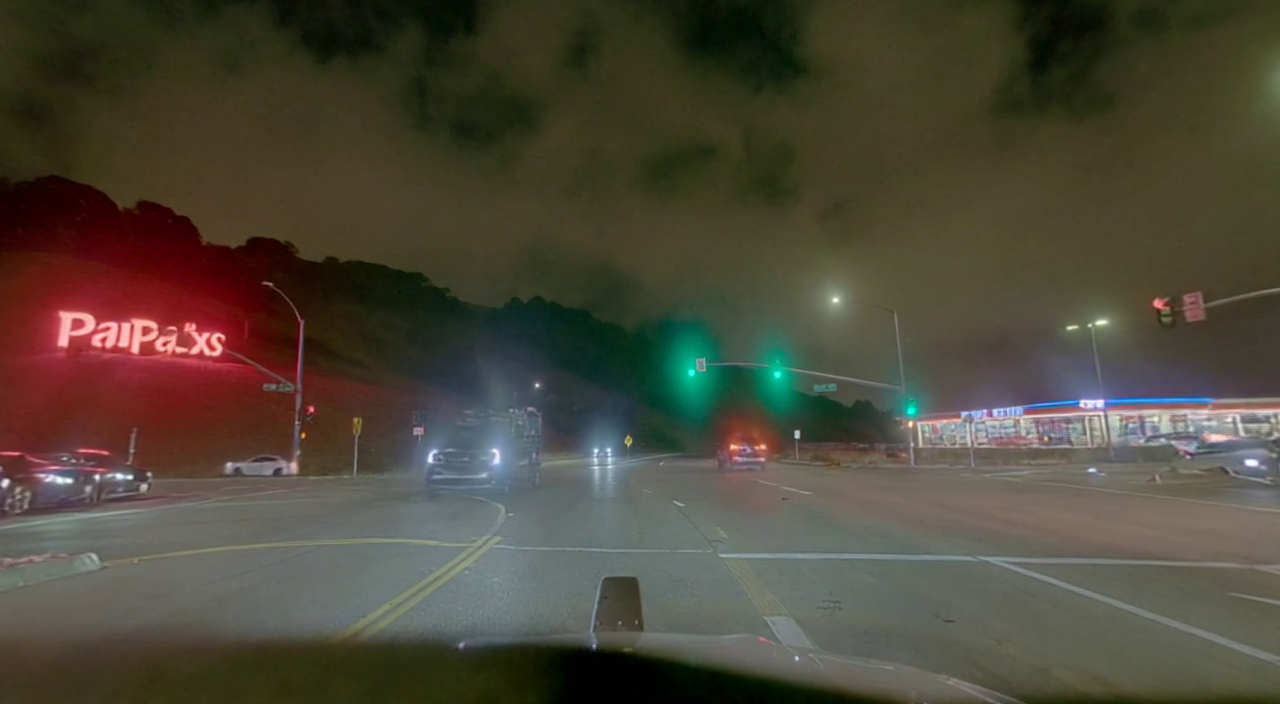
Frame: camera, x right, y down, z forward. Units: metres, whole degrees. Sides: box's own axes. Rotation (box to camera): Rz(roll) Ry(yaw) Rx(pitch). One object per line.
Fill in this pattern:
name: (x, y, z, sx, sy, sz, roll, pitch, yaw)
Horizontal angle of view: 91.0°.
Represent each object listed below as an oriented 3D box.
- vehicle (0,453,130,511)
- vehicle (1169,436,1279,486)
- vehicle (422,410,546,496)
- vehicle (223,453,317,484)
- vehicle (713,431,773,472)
vehicle: (-19.774, 4.190, 20.521, 4.440, 1.748, 2.033, 0, -9, 1)
vehicle: (25.074, 4.465, 26.041, 4.546, 1.944, 2.051, 1, -9, -5)
vehicle: (-4.687, 3.196, 20.118, 2.318, 2.325, 5.910, 0, -9, 1)
vehicle: (-21.677, 6.803, 37.065, 4.336, 1.706, 2.069, 3, -9, -18)
vehicle: (5.909, 5.838, 36.966, 2.388, 2.201, 5.139, 0, -9, -3)
